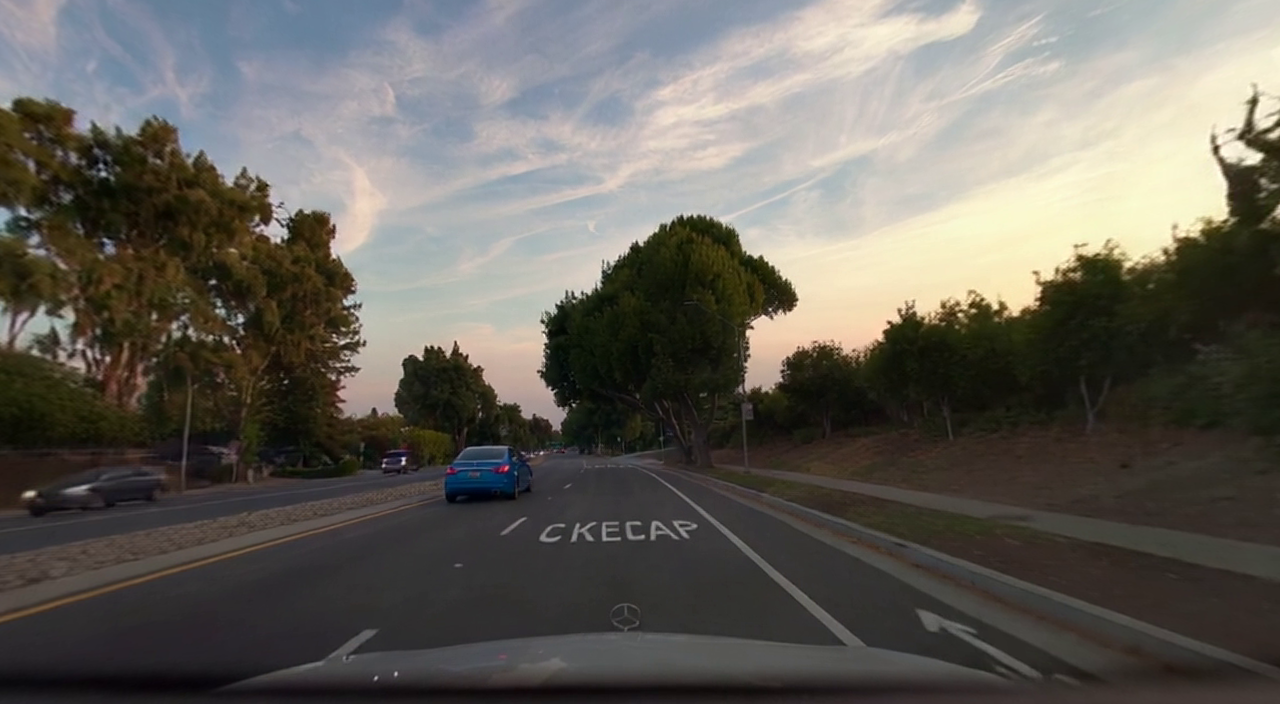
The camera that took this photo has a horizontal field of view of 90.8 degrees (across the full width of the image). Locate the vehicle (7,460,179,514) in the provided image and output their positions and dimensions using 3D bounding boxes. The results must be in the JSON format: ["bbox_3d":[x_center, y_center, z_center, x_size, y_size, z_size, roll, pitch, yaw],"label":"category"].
[{"bbox_3d":[-17.884,4.391,21.007,1.874,1.494,4.395,0,-9,-2],"label":"vehicle"}]

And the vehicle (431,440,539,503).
[{"bbox_3d":[-4.183,3.284,17.850,1.980,1.508,4.502,0,-8,-1],"label":"vehicle"}]
